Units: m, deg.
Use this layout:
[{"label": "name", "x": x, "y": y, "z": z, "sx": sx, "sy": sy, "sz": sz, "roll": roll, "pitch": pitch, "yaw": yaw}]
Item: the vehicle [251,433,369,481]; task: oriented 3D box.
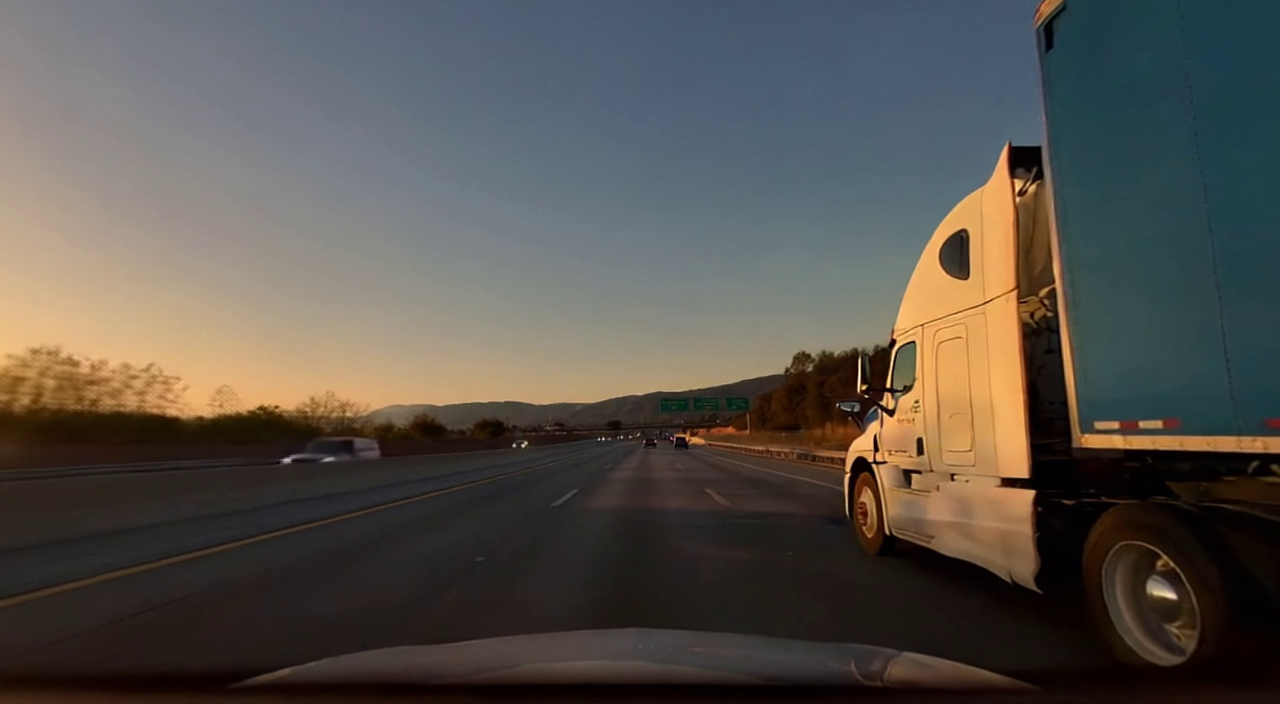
[{"label": "vehicle", "x": -13.528, "y": 4.334, "z": 26.309, "sx": 2.123, "sy": 1.777, "sz": 5.035, "roll": 0, "pitch": -8, "yaw": 1}]

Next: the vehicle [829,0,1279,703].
[{"label": "vehicle", "x": 3.658, "y": -0.216, "z": 2.599, "sx": 3.012, "sy": 3.768, "sz": 8.945, "roll": 0, "pitch": -8, "yaw": 1}]
